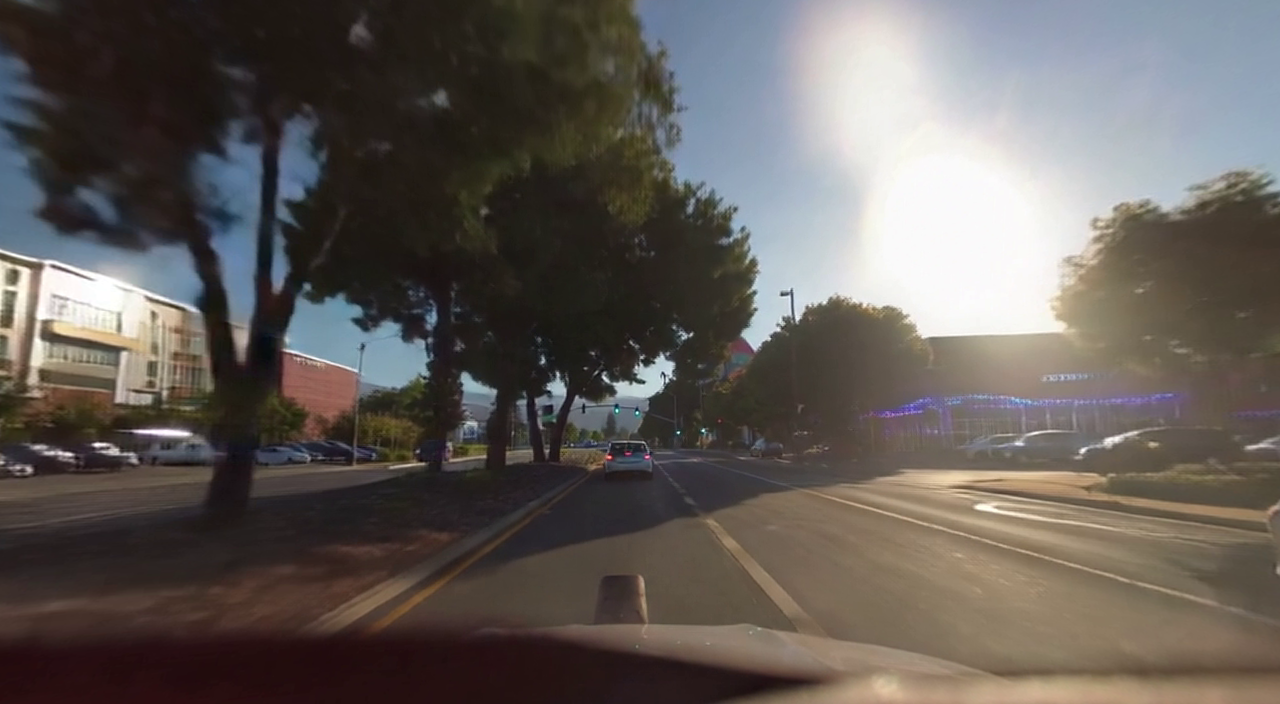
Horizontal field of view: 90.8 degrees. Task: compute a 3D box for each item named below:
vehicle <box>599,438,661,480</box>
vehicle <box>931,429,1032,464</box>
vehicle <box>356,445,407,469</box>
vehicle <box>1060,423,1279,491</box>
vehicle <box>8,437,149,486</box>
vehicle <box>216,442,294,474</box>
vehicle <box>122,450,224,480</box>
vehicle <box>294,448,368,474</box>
[{"bbox_3d":[-0.398,4.070,24.325,2.185,1.473,3.925,0,-8,-2],"label":"vehicle"},{"bbox_3d":[18.729,5.234,35.061,2.253,1.771,5.722,0,-8,-2],"label":"vehicle"},{"bbox_3d":[-19.294,7.787,47.288,1.896,1.620,4.542,-2,-8,0],"label":"vehicle"},{"bbox_3d":[15.939,3.193,19.476,2.377,1.783,5.145,0,-8,0],"label":"vehicle"},{"bbox_3d":[-24.711,4.811,28.123,2.003,1.958,4.810,0,-8,-4],"label":"vehicle"},{"bbox_3d":[-24.301,6.683,40.104,1.985,1.821,4.774,0,-8,0],"label":"vehicle"},{"bbox_3d":[-24.771,5.972,33.752,1.893,1.451,4.809,0,-8,-2],"label":"vehicle"},{"bbox_3d":[-19.423,6.829,39.969,2.083,1.481,5.103,0,-8,0],"label":"vehicle"}]
